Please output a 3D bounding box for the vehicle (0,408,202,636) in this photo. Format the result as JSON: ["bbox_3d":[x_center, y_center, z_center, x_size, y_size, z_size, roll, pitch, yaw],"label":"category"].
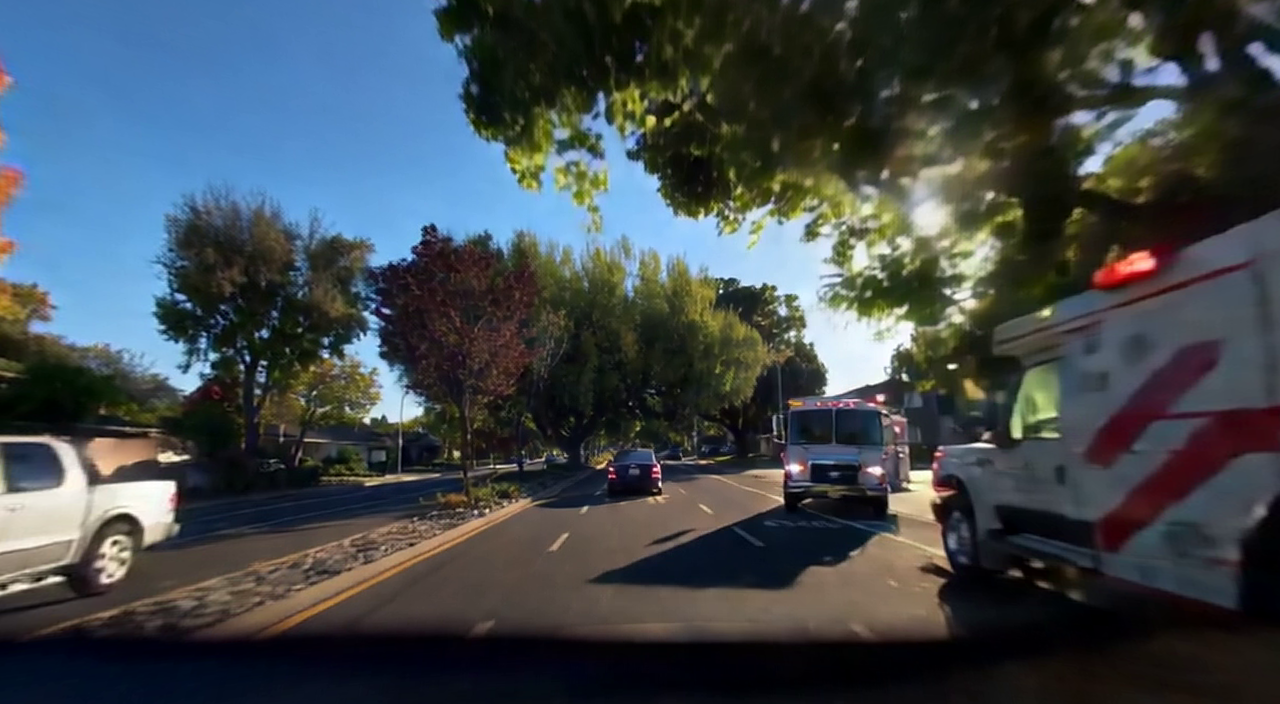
[{"bbox_3d":[-6.407,1.417,5.270,2.165,1.876,4.903,0,-8,-3],"label":"vehicle"}]

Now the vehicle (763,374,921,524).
[{"bbox_3d":[5.085,2.365,15.201,2.654,2.824,5.794,-7,-11,24],"label":"vehicle"}]

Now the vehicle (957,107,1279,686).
[{"bbox_3d":[5.129,0.012,2.179,2.885,3.246,9.408,0,-10,-2],"label":"vehicle"}]

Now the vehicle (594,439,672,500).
[{"bbox_3d":[-0.163,3.476,19.096,2.106,1.655,3.717,0,-8,1],"label":"vehicle"}]
